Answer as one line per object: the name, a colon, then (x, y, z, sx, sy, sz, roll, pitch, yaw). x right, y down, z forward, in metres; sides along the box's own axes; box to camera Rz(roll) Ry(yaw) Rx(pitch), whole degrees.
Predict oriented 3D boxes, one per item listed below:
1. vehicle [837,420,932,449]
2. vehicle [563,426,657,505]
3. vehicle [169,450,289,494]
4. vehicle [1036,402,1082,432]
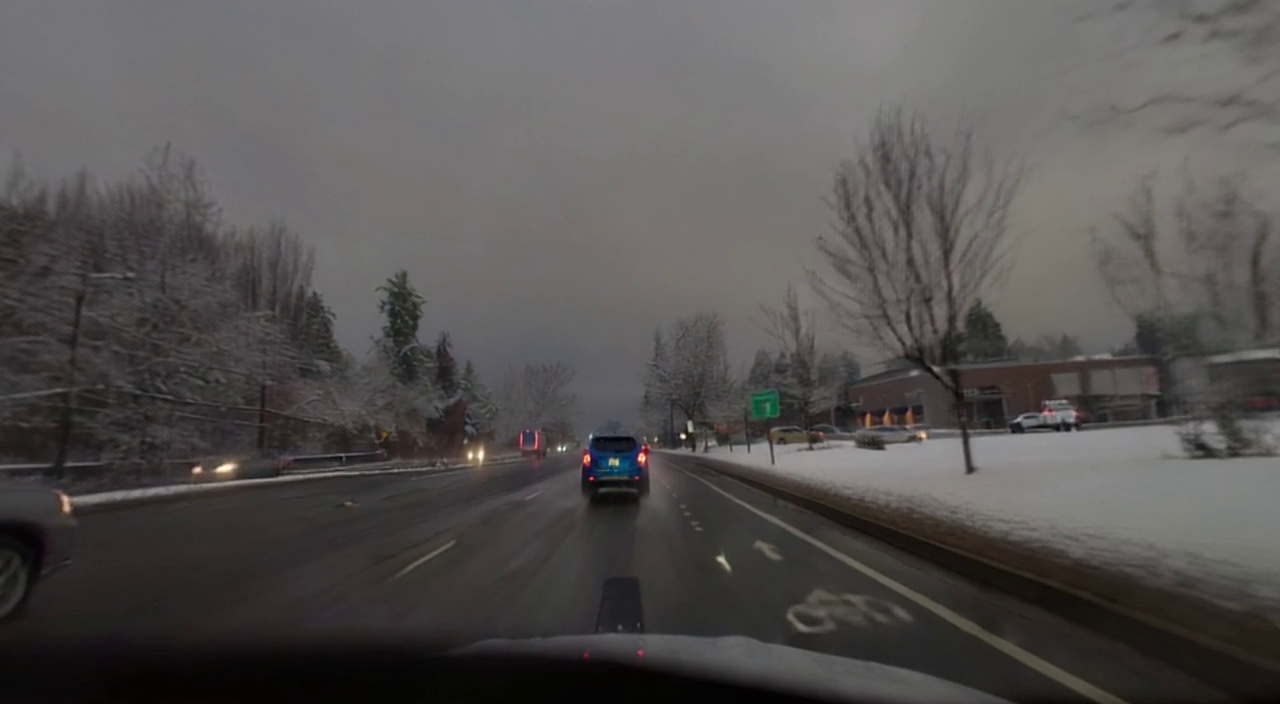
vehicle: (12.793, 4.355, 33.244, 4.204, 1.486, 1.781, 0, -8, -1)
vehicle: (-0.715, 2.895, 16.489, 2.131, 1.761, 4.242, 0, -9, -1)
vehicle: (-17.306, 5.036, 26.932, 1.978, 1.620, 4.642, 0, -9, 0)
vehicle: (26.505, 4.185, 40.081, 1.895, 1.576, 4.434, -6, -11, 28)
